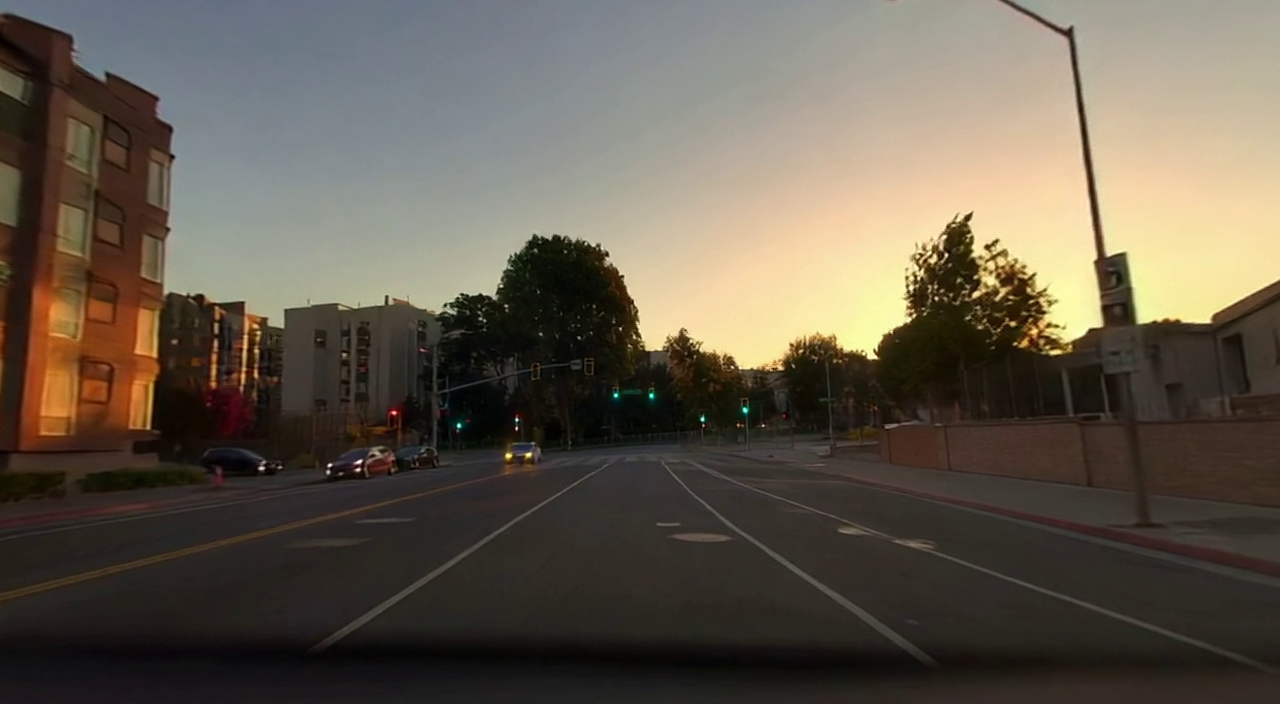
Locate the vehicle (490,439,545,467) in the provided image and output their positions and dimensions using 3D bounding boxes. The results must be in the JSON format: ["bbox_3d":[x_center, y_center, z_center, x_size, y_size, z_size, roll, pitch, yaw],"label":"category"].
[{"bbox_3d":[-6.889,5.719,35.979,2.129,1.495,4.699,0,-8,1],"label":"vehicle"}]

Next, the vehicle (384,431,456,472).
[{"bbox_3d":[-12.677,5.798,36.879,2.268,2.181,5.482,0,-8,-1],"label":"vehicle"}]

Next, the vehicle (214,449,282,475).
[{"bbox_3d":[-24.112,6.765,39.028,1.788,1.487,3.880,0,-8,-3],"label":"vehicle"}]

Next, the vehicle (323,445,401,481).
[{"bbox_3d":[-12.790,5.105,29.331,1.868,1.520,3.796,0,-8,-1],"label":"vehicle"}]
